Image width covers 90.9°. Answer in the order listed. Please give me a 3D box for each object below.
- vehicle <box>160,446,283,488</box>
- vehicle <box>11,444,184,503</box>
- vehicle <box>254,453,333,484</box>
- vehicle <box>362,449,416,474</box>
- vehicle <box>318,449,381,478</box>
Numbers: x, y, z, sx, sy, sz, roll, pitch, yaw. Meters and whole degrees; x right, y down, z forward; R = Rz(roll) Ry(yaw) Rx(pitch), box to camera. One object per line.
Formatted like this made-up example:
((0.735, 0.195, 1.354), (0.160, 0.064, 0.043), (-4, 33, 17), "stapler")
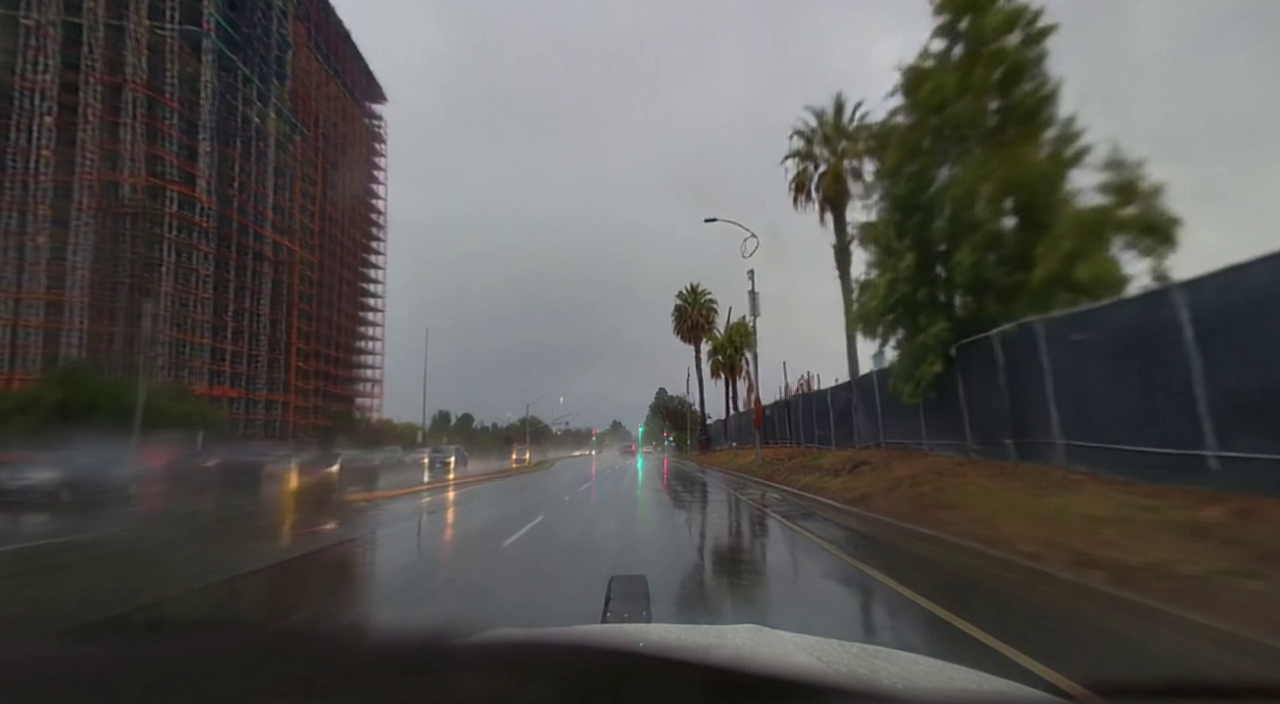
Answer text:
((-19.459, 5.327, 29.645), (2.378, 1.783, 4.912), (0, -9, 0), "vehicle")
((-19.540, 4.340, 23.070), (2.105, 1.805, 4.641), (-3, -8, 2), "vehicle")
((-19.274, 6.472, 35.335), (1.836, 1.418, 4.956), (-2, -7, -2), "vehicle")
((-19.255, 8.398, 48.657), (1.956, 1.659, 5.546), (-2, -8, 0), "vehicle")
((-19.234, 7.355, 41.985), (1.985, 1.625, 4.749), (-2, -7, -1), "vehicle")
